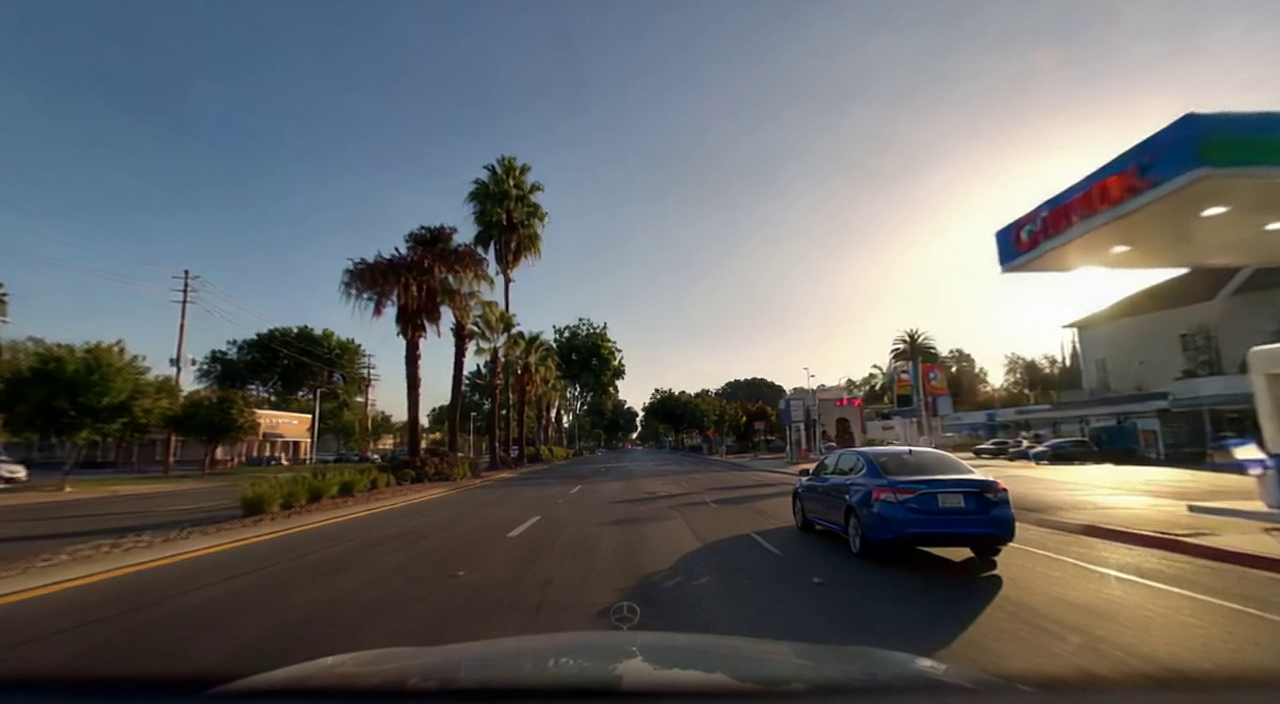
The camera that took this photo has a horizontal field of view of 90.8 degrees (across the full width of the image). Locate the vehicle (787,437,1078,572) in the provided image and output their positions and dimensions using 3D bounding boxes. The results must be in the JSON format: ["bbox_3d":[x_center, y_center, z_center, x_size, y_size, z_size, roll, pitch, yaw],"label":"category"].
[{"bbox_3d":[3.711,1.977,9.085,1.978,1.442,4.262,0,-8,-3],"label":"vehicle"}]

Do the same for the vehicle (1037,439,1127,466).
[{"bbox_3d":[28.544,6.511,40.873,4.280,1.637,2.009,0,-9,-2],"label":"vehicle"}]
